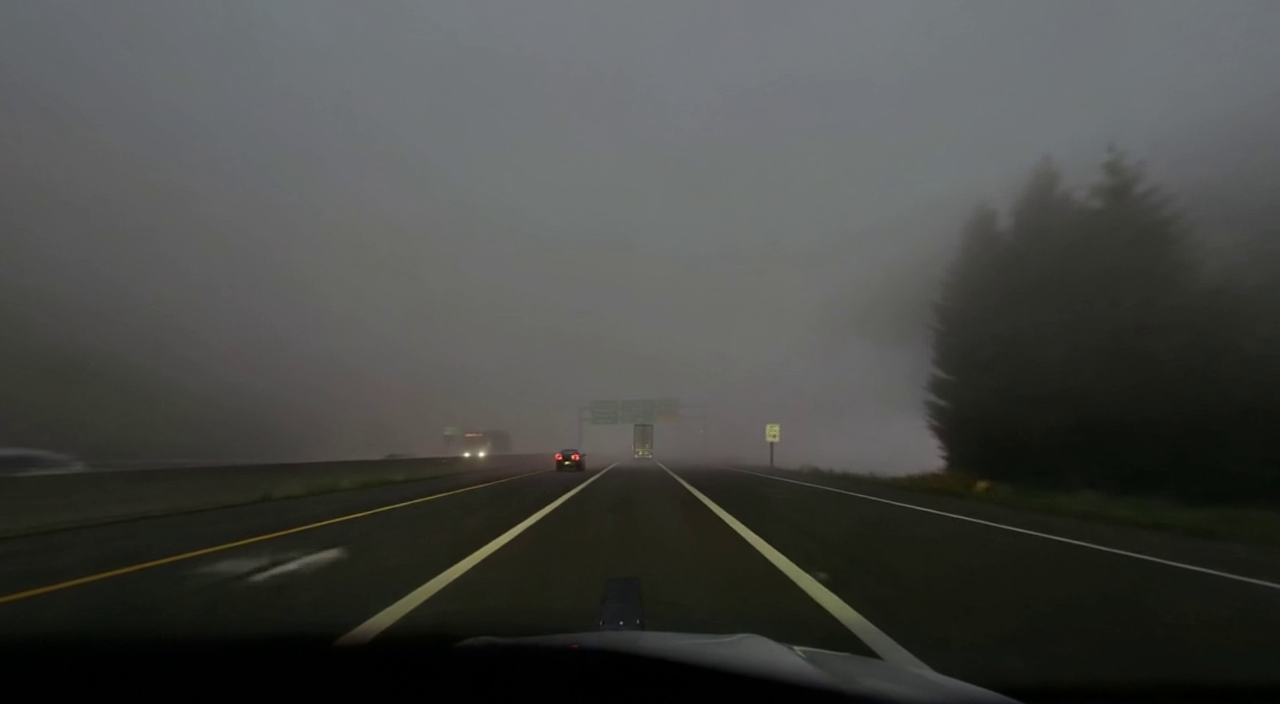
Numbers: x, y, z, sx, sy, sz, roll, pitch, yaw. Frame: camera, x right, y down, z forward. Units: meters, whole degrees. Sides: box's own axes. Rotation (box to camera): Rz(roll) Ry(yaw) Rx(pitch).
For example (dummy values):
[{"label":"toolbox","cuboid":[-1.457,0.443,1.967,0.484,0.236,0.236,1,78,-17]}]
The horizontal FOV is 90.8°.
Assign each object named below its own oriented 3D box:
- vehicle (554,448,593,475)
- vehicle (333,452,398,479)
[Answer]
[{"label":"vehicle","cuboid":[-3.868,6.464,37.435,1.886,1.465,4.119,0,-9,0]},{"label":"vehicle","cuboid":[-16.803,6.950,38.826,1.938,1.530,4.463,0,-9,1]}]
